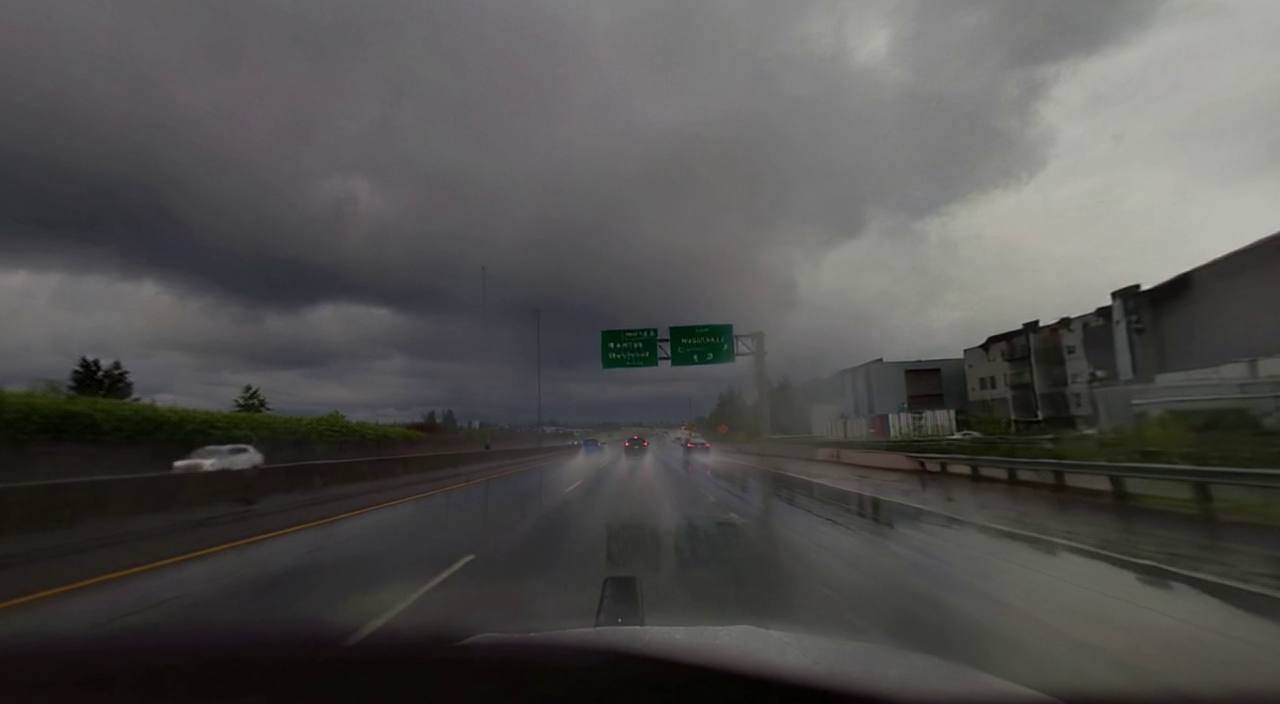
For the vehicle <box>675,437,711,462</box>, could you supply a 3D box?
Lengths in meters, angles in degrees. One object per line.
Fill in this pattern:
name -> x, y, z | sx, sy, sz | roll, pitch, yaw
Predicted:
vehicle -> 3.467, 6.393, 41.440 | 1.992, 1.532, 3.996 | 0, -8, 0
